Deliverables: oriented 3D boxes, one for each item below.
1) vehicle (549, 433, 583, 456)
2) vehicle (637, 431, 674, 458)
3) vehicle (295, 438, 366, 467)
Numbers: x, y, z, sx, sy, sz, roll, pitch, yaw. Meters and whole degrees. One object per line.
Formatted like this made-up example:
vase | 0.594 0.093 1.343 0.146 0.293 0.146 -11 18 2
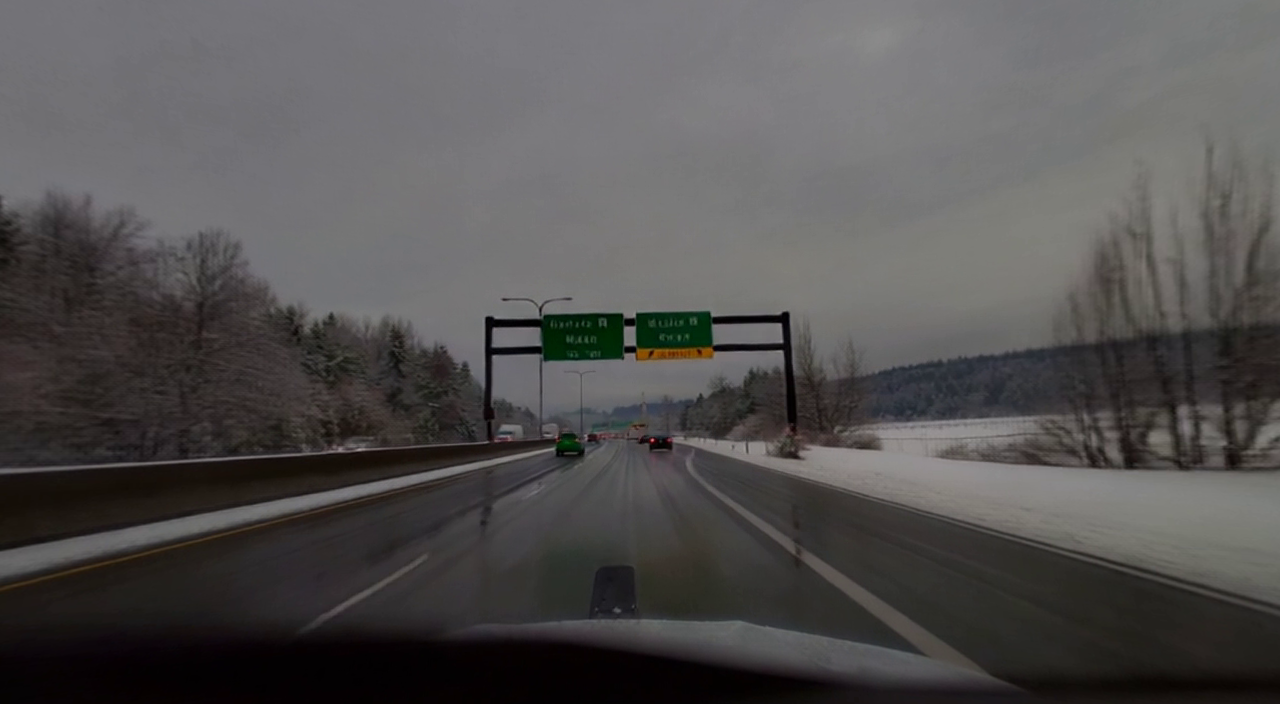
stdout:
vehicle | -5.096 6.434 43.904 1.959 1.514 3.668 0 -8 -1
vehicle | 0.965 5.753 39.274 2.139 1.561 4.060 0 -8 1
vehicle | -17.719 5.738 36.299 1.954 1.567 4.283 0 -8 -1
